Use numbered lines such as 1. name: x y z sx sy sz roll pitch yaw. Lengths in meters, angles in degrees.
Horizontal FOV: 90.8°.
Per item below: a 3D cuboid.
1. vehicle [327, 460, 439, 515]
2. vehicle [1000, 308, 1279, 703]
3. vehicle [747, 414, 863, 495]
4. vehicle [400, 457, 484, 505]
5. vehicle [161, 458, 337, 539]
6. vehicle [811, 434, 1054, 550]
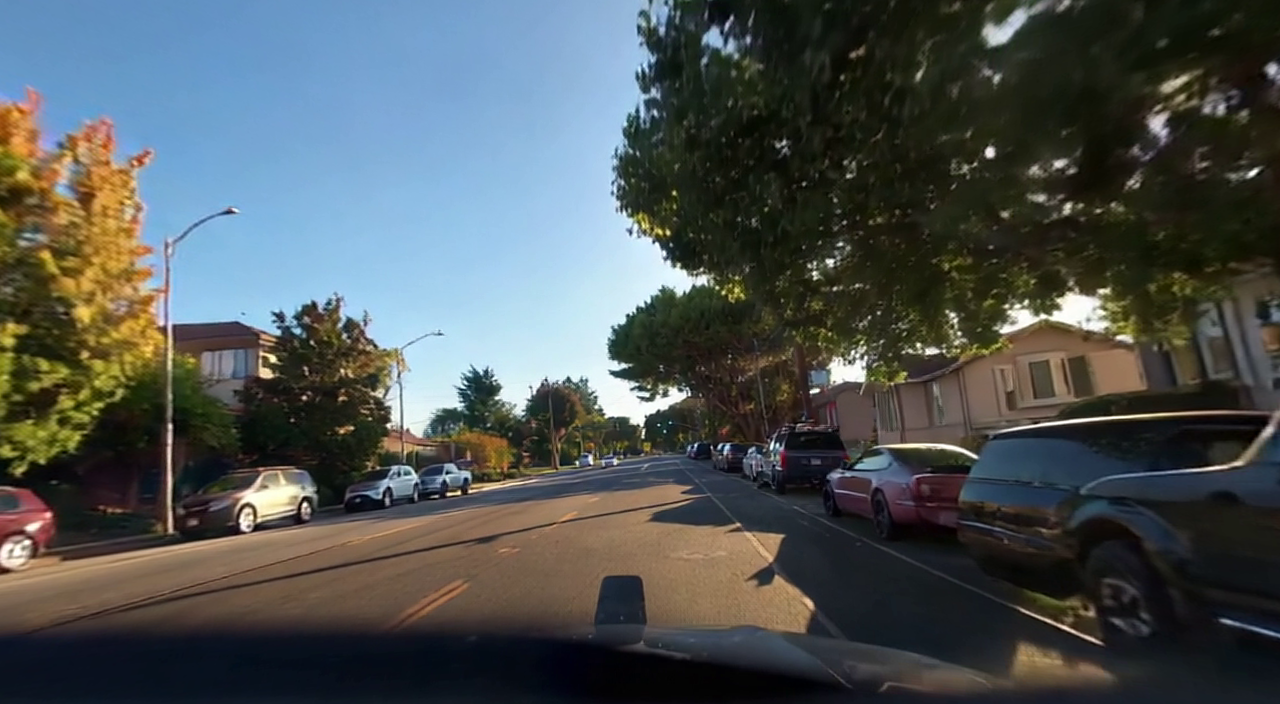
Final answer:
1. vehicle: -10.343 5.469 26.006 2.089 1.837 5.499 -1 -8 3
2. vehicle: 3.969 0.674 2.371 2.199 1.885 5.461 -1 -8 3
3. vehicle: 4.964 3.198 20.051 2.330 2.160 5.550 -1 -8 2
4. vehicle: -9.822 6.415 32.017 2.282 2.060 5.738 -1 -8 1
5. vehicle: -10.716 3.995 17.814 1.937 1.837 4.414 -1 -8 3
6. vehicle: 4.516 2.212 10.861 1.927 1.483 5.100 -1 -8 3
